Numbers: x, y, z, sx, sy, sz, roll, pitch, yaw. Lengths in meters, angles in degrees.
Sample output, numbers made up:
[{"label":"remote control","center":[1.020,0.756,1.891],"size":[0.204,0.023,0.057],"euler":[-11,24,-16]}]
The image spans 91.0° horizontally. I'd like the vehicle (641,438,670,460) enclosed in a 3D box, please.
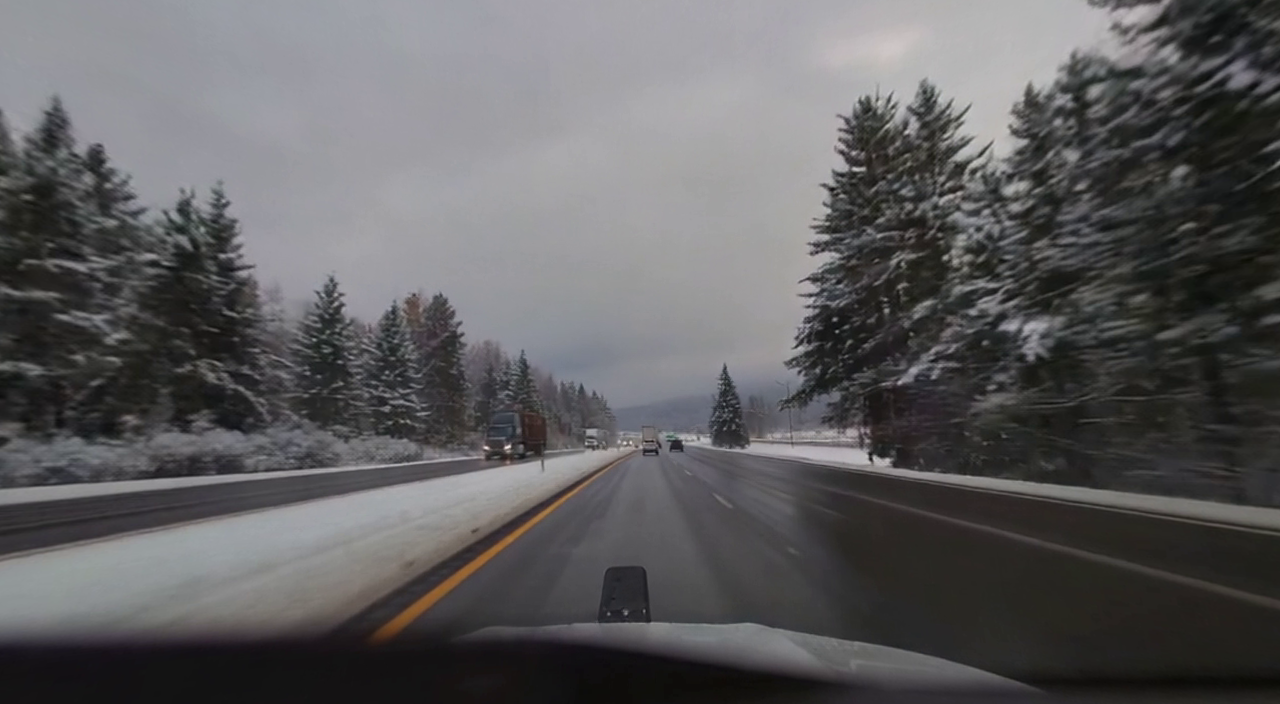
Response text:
[{"label":"vehicle","center":[1.021,6.790,44.119],"size":[1.924,1.498,3.817],"euler":[0,-8,0]}]
